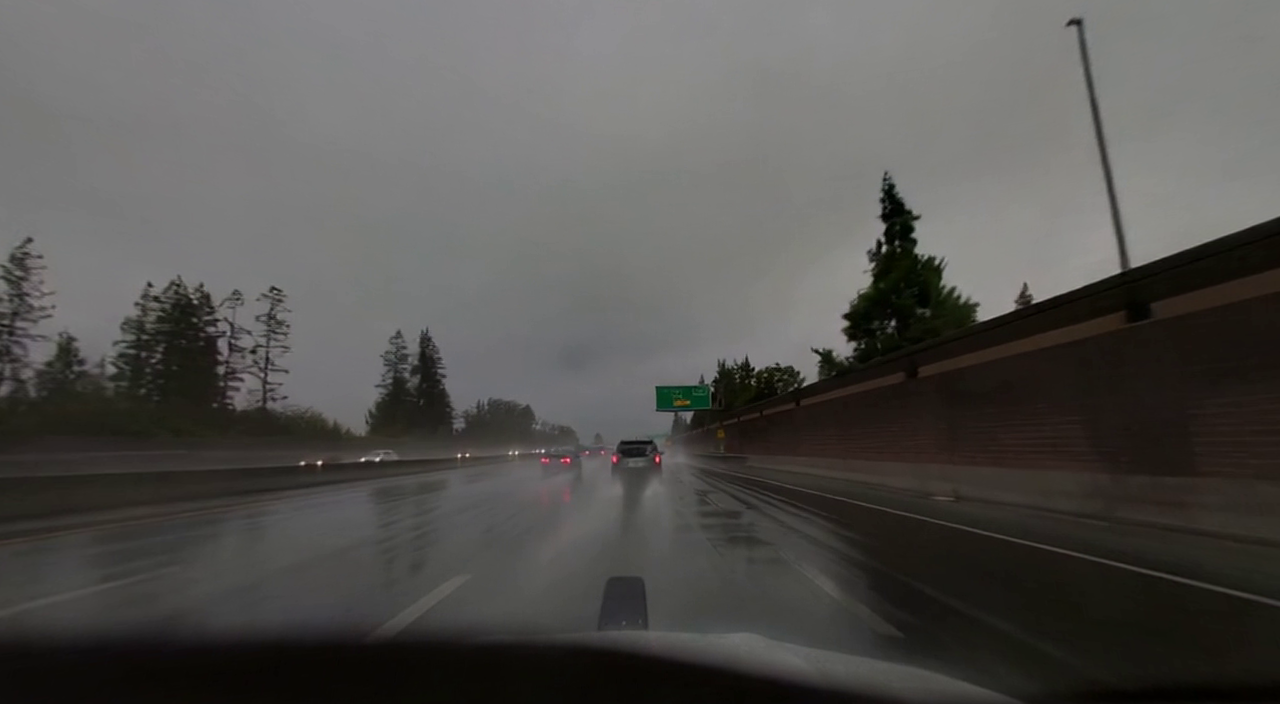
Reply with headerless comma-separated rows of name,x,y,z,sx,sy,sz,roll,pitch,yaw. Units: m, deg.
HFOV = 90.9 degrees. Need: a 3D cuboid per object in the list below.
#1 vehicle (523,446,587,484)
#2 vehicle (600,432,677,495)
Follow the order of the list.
vehicle,-3.442,4.647,26.298,1.967,1.442,4.143,0,-9,2
vehicle,-0.017,3.535,20.350,2.233,1.804,4.273,0,-9,1
